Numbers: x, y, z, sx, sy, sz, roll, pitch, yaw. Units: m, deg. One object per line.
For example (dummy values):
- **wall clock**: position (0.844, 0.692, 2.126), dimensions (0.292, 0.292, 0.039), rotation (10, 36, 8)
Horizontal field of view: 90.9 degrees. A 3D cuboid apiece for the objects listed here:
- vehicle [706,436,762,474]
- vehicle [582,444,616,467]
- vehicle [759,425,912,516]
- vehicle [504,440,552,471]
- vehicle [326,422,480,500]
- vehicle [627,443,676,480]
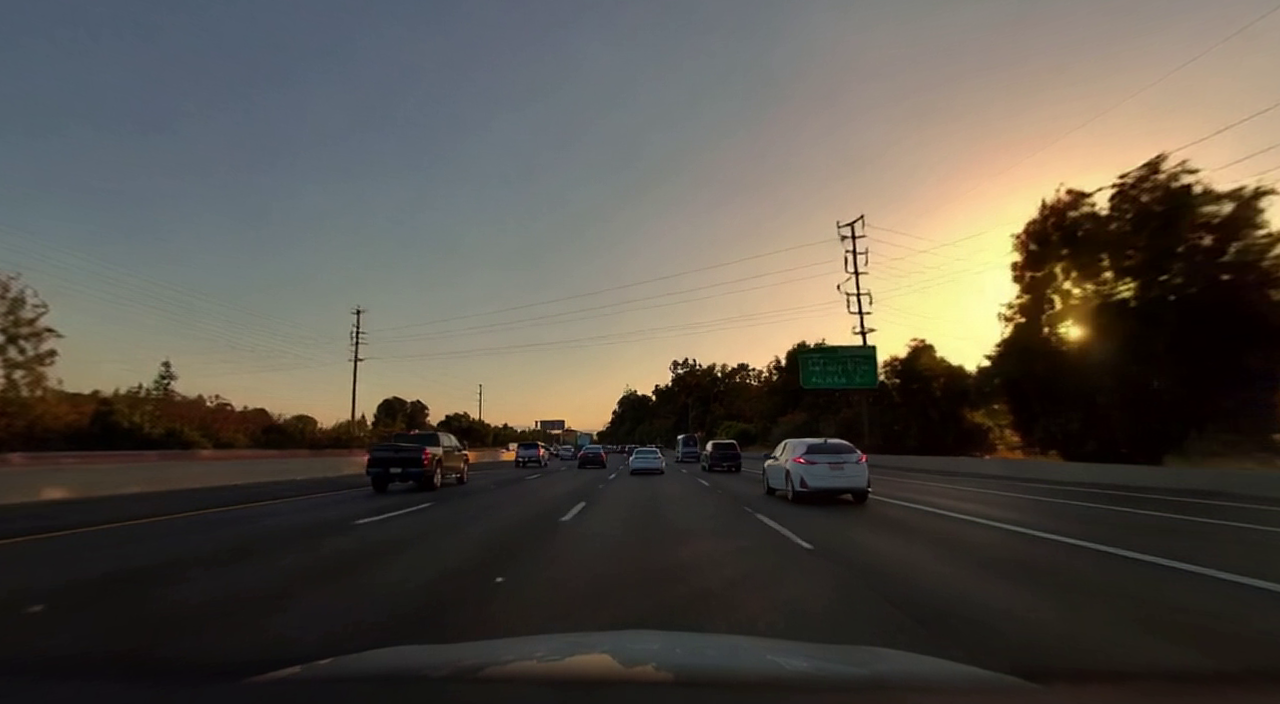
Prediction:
- **vehicle**: position (4.678, 5.212, 32.033), dimensions (2.195, 1.778, 4.455), rotation (0, -9, 0)
- **vehicle**: position (-2.712, 6.991, 42.683), dimensions (1.904, 1.479, 4.274), rotation (0, -9, 1)
- **vehicle**: position (4.105, 2.563, 14.119), dimensions (2.002, 1.691, 4.290), rotation (0, -9, 0)
- **vehicle**: position (-6.528, 6.081, 37.262), dimensions (1.978, 1.680, 4.263), rotation (0, -9, 1)
- **vehicle**: position (-6.696, 3.163, 18.787), dimensions (2.269, 1.936, 5.777), rotation (0, -9, 1)
- **vehicle**: position (0.469, 4.703, 27.288), dimensions (1.966, 1.444, 3.986), rotation (0, -9, 1)
